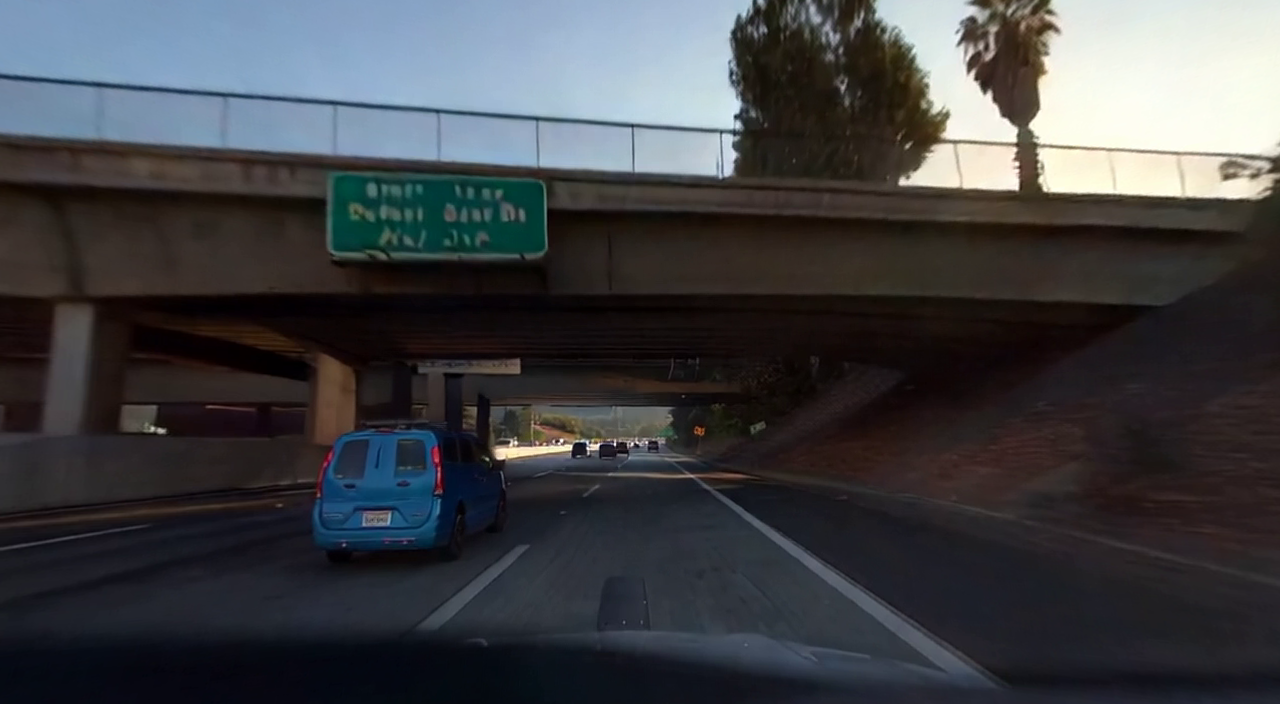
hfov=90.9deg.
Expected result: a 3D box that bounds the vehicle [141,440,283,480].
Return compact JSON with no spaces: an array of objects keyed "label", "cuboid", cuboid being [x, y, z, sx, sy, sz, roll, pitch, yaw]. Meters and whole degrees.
[{"label":"vehicle","cuboid":[-19.893,5.034,29.774,2.477,1.667,5.834,0,-8,2]}]

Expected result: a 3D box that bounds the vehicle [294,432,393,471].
[{"label":"vehicle","cuboid":[-15.910,5.379,34.383,2.291,1.899,6.339,0,-8,1]}]
